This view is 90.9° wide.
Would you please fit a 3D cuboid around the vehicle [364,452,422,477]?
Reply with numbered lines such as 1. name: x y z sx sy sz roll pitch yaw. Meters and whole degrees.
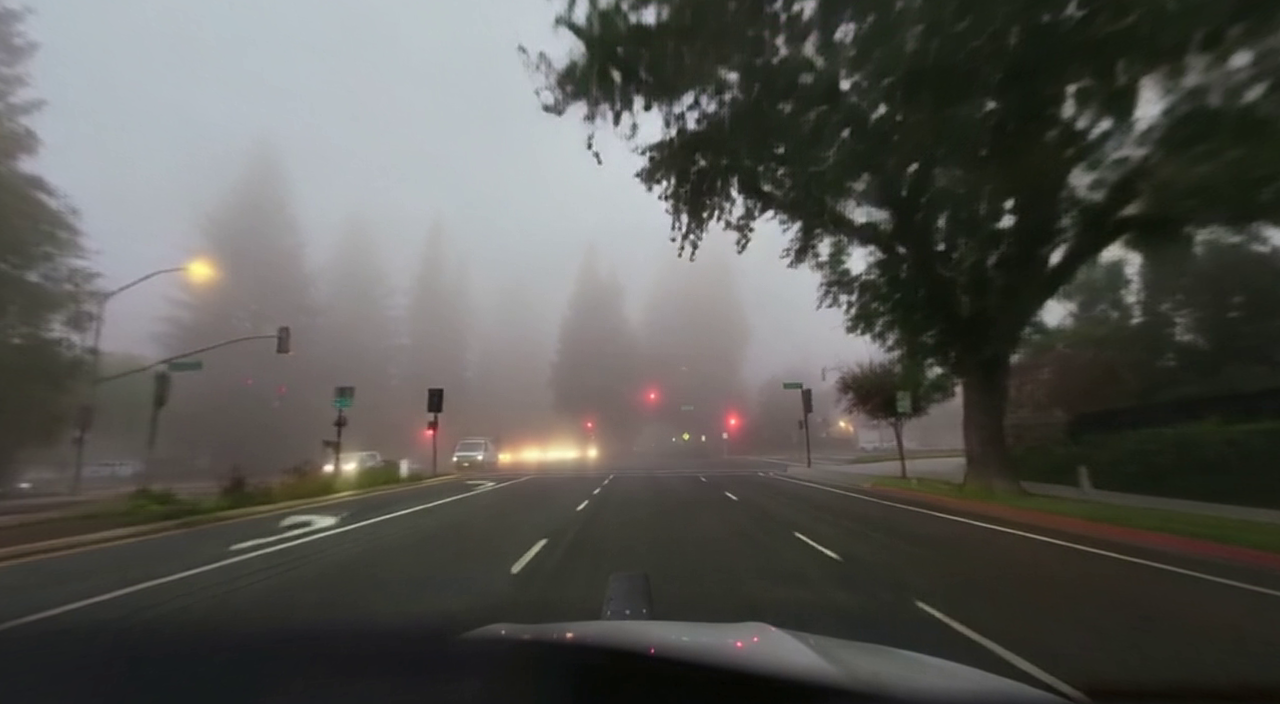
1. vehicle: -16.504 7.540 42.394 1.946 1.502 4.557 0 -9 1
